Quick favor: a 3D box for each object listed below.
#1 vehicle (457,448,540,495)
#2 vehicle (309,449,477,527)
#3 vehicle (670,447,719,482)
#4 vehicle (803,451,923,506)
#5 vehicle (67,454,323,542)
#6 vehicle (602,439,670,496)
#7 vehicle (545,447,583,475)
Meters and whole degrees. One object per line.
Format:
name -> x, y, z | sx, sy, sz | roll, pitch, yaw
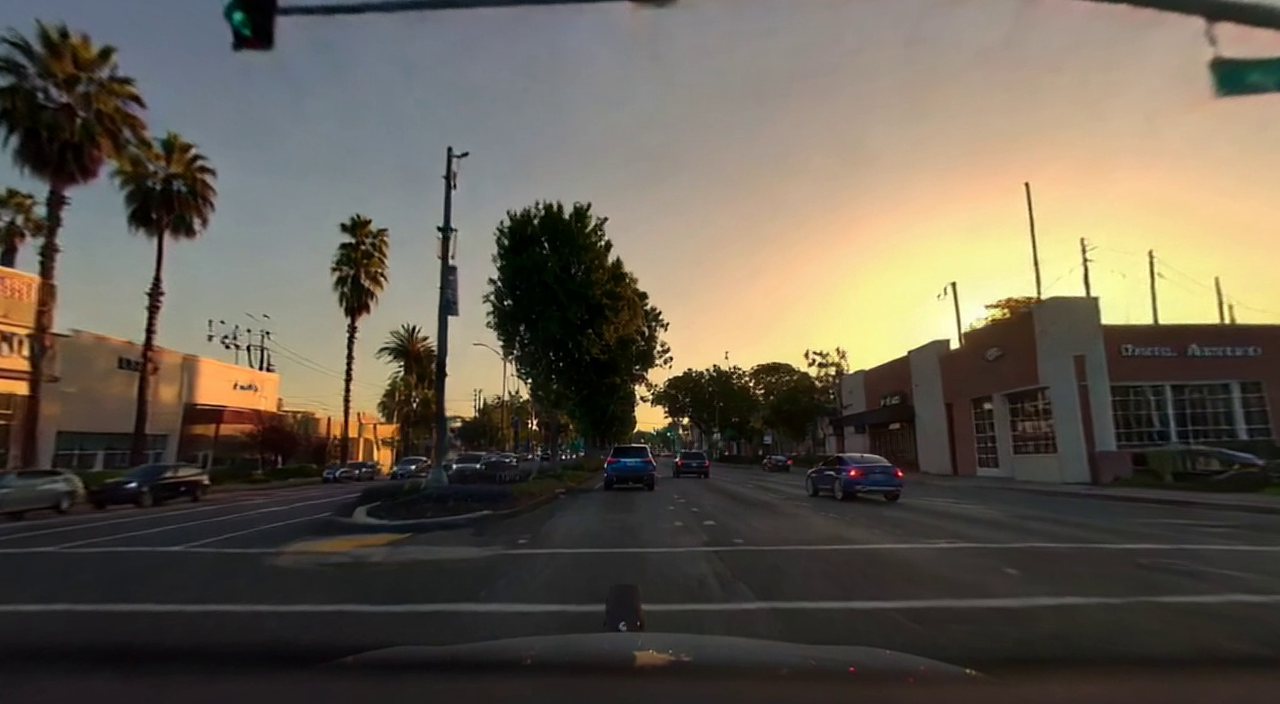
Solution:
vehicle -> -5.154, 4.392, 23.622 | 2.036, 1.541, 4.107 | -1, -9, 2
vehicle -> -5.260, 2.923, 14.235 | 2.030, 1.441, 4.324 | 0, -9, 0
vehicle -> 2.856, 5.968, 33.911 | 2.112, 1.710, 4.234 | 0, -9, -2
vehicle -> 6.604, 3.763, 19.279 | 1.944, 1.447, 4.309 | 0, -9, -2
vehicle -> -8.619, 2.817, 12.862 | 2.061, 1.415, 4.289 | 0, -9, 0
vehicle -> -0.140, 4.009, 22.292 | 2.151, 1.787, 4.109 | 0, -9, 0
vehicle -> -5.197, 7.498, 43.680 | 2.160, 1.769, 4.494 | 0, -9, -1
